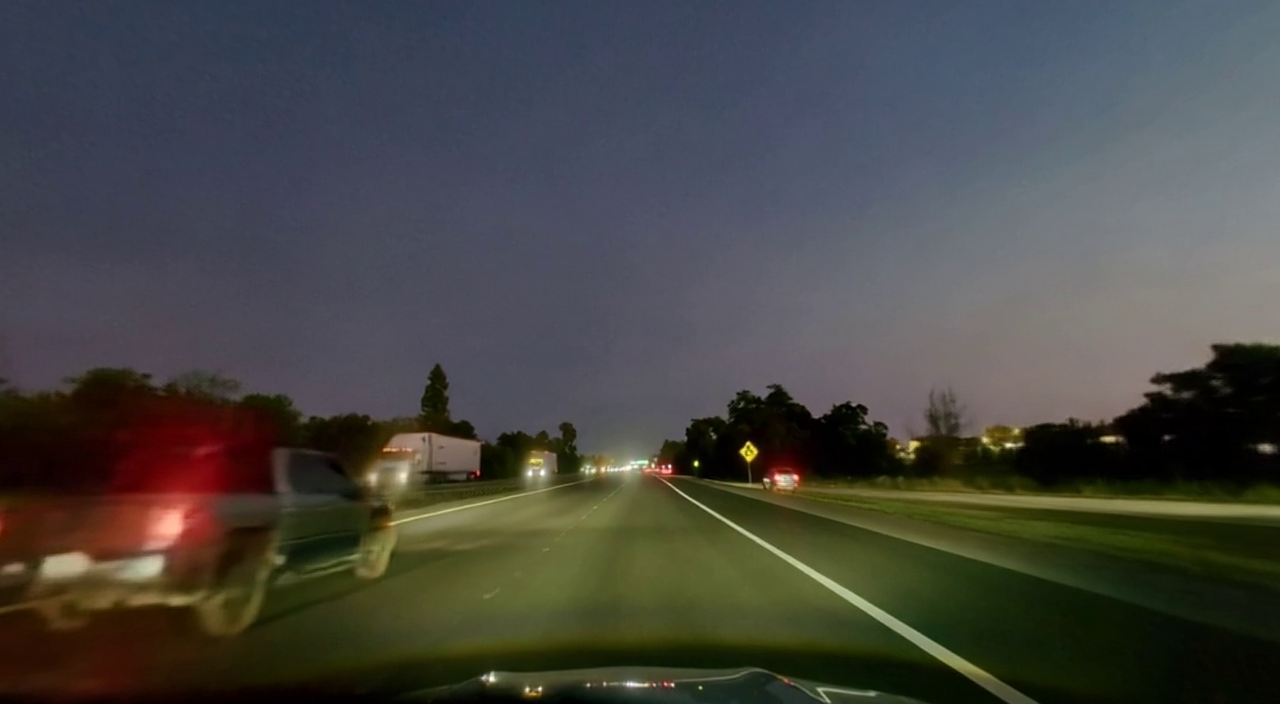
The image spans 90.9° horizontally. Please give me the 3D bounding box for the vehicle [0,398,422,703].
[{"bbox_3d":[-3.809,1.491,5.734,1.912,1.631,4.672,1,-11,1],"label":"vehicle"}]
